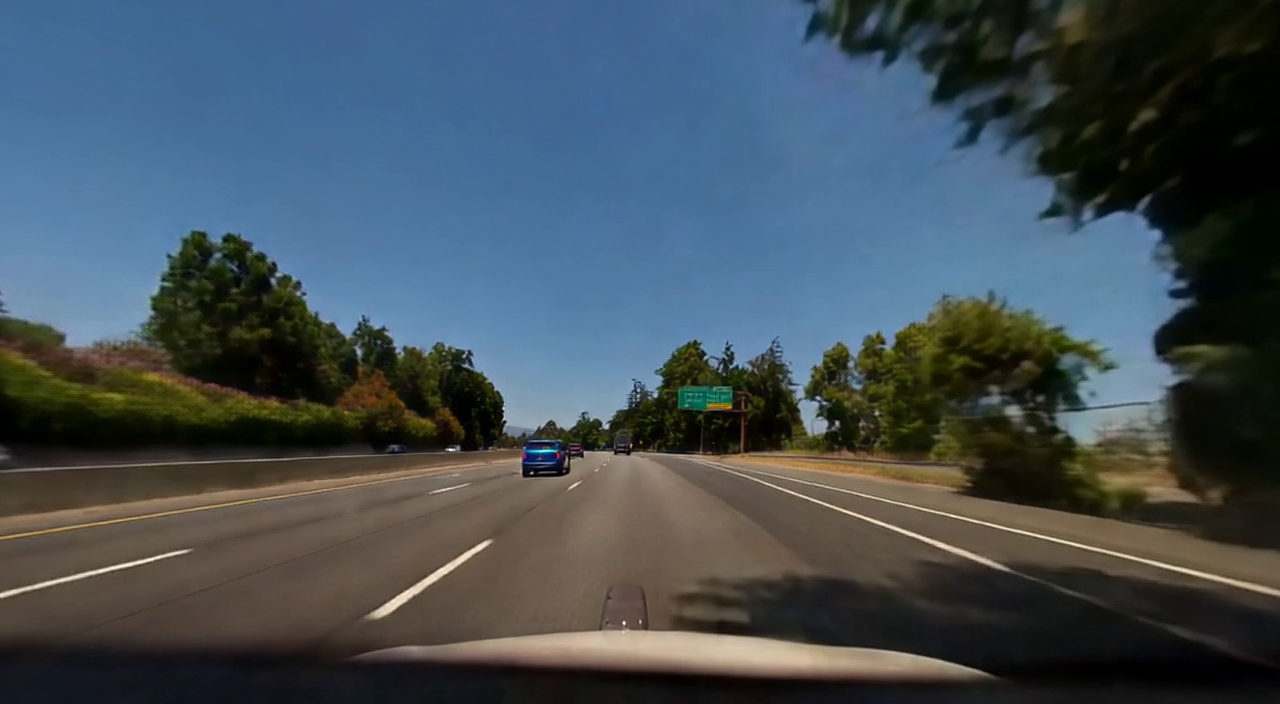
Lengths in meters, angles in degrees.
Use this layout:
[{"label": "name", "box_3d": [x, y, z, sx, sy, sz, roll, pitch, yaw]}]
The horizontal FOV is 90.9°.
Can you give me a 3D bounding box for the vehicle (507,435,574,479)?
[{"label": "vehicle", "box_3d": [-4.144, 4.458, 27.071, 2.162, 1.724, 4.537, 0, -8, -1]}]
